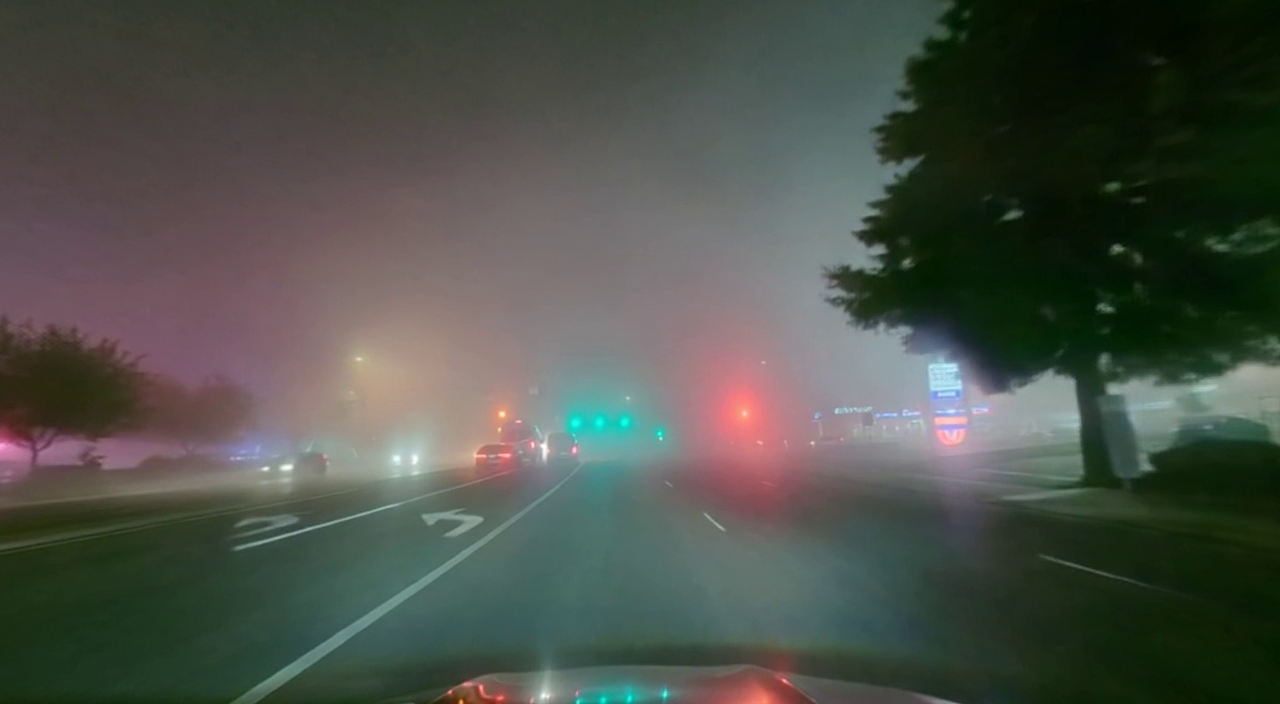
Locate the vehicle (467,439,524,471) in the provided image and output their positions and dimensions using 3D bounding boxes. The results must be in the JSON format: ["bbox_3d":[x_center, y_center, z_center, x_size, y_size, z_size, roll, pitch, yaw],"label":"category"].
[{"bbox_3d":[-7.383,5.291,32.693,1.993,1.490,4.768,0,-8,-2],"label":"vehicle"}]

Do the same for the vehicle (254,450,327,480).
[{"bbox_3d":[-20.520,6.625,37.341,1.930,1.659,4.364,0,-8,-2],"label":"vehicle"}]

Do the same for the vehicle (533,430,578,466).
[{"bbox_3d":[-4.994,5.750,37.855,2.206,2.007,5.190,0,-8,-3],"label":"vehicle"}]
